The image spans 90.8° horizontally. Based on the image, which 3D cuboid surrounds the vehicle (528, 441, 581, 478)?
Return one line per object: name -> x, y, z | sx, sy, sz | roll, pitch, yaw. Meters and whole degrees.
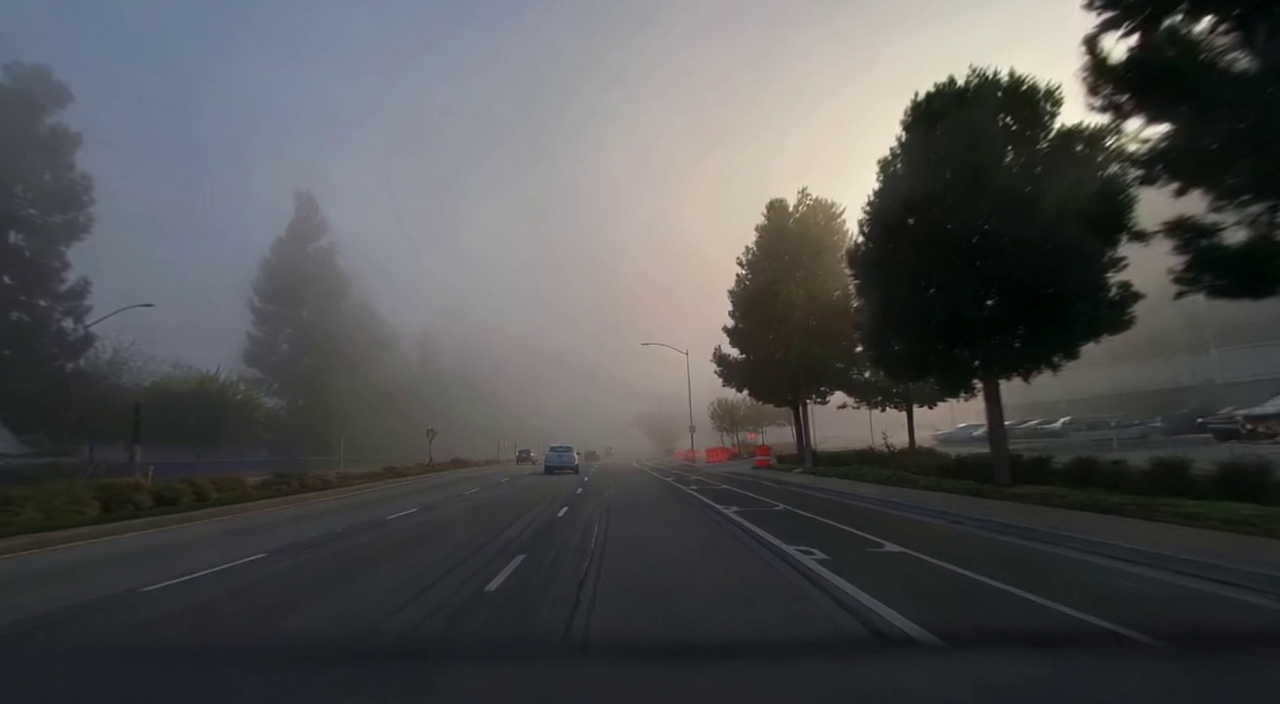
vehicle -> -4.101, 5.220, 30.896 | 2.121, 1.654, 3.993 | 0, -8, -2
